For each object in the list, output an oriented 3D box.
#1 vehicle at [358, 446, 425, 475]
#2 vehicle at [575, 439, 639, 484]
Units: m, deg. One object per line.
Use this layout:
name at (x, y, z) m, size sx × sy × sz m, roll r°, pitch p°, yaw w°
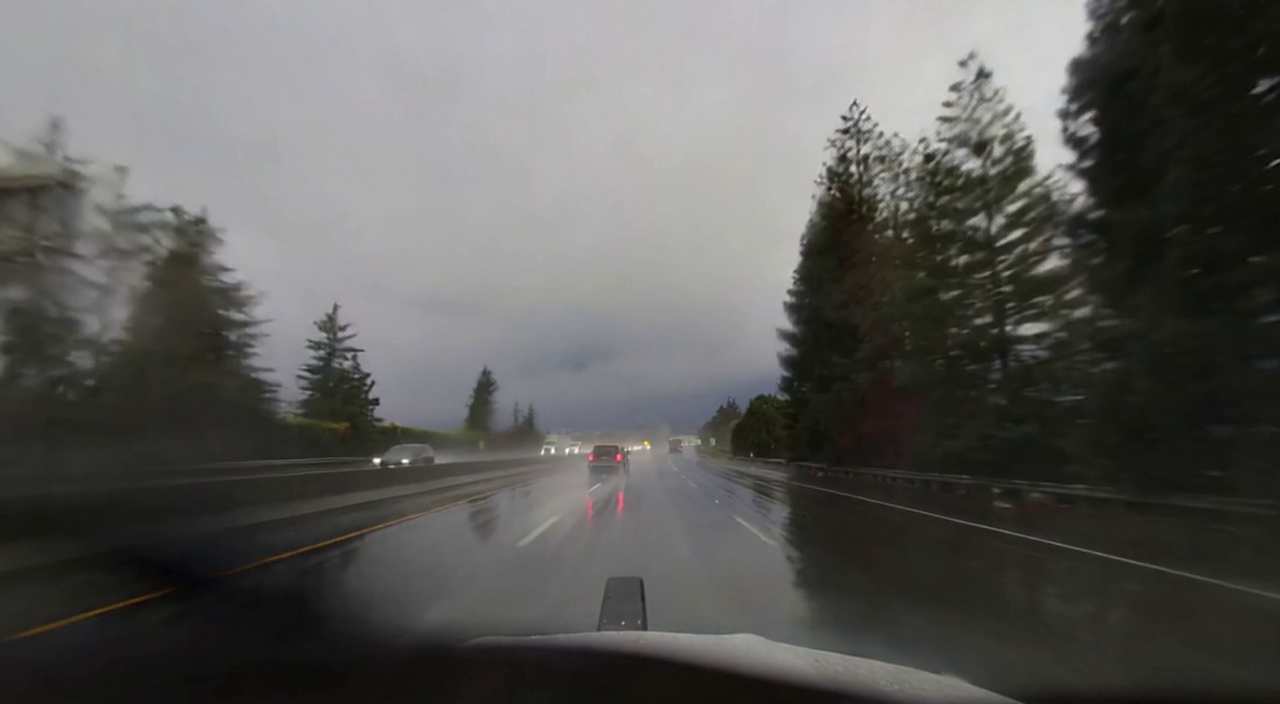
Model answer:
vehicle at (-15.234, 6.672, 38.965) m, size 2.181 × 1.678 × 4.625 m, roll 0°, pitch -9°, yaw 1°
vehicle at (-1.234, 4.430, 25.730) m, size 2.231 × 1.652 × 4.503 m, roll 0°, pitch -9°, yaw 2°
